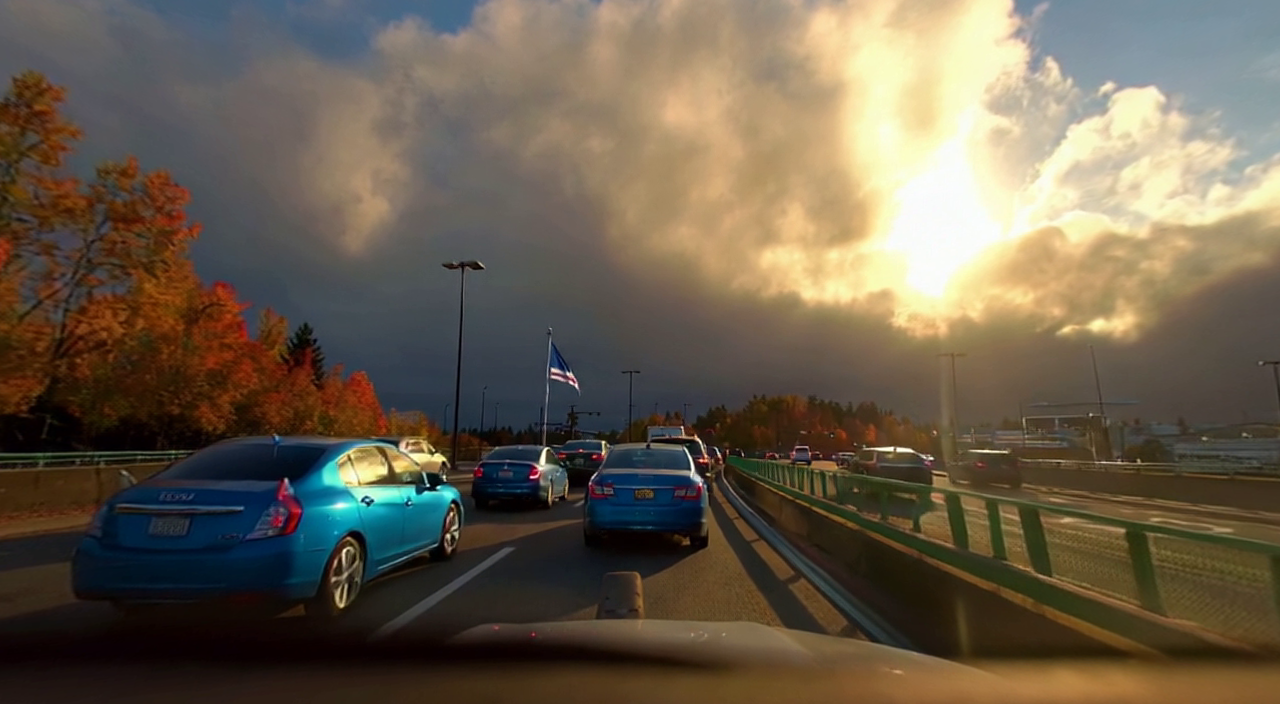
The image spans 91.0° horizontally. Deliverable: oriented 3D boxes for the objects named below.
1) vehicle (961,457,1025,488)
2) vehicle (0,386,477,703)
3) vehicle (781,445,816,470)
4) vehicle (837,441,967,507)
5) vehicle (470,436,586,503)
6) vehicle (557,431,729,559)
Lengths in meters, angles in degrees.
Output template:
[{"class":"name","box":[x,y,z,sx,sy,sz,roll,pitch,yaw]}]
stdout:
[{"class":"vehicle","box":[20.873,7.104,37.428,1.946,1.649,4.326,-1,-9,10]},{"class":"vehicle","box":[-3.095,1.321,5.489,1.988,1.635,4.260,0,-9,3]},{"class":"vehicle","box":[10.687,7.152,42.763,1.944,1.544,4.301,-1,-9,10]},{"class":"vehicle","box":[7.278,3.393,18.059,2.011,1.610,4.568,0,-9,4]},{"class":"vehicle","box":[-2.895,3.166,17.406,1.974,1.549,4.603,0,-9,5]},{"class":"vehicle","box":[0.171,2.069,9.881,2.090,1.506,4.276,0,-9,4]}]
